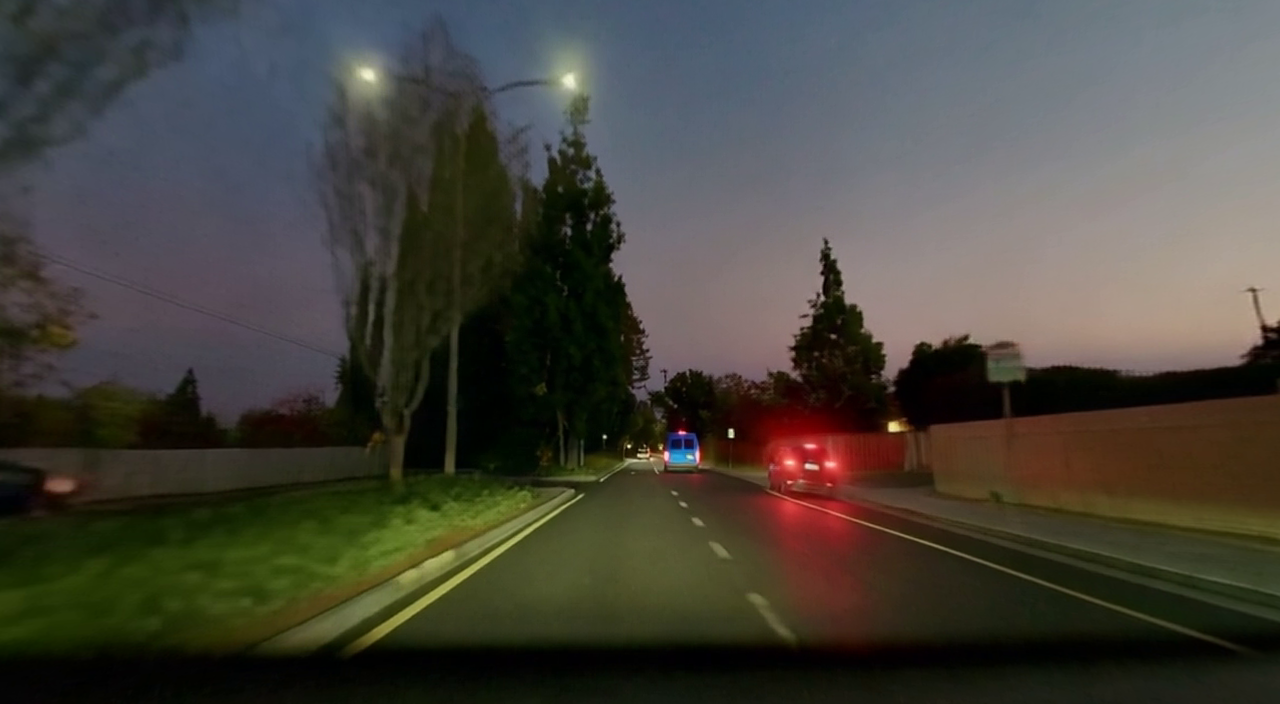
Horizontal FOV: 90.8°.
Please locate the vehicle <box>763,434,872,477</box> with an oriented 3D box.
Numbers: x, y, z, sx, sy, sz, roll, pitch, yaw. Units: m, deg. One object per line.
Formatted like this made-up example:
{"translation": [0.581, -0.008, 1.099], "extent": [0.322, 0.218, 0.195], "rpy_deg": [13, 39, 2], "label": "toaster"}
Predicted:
{"translation": [9.208, 5.424, 33.262], "extent": [4.990, 2.142, 2.488], "rpy_deg": [0, -9, 1], "label": "vehicle"}
